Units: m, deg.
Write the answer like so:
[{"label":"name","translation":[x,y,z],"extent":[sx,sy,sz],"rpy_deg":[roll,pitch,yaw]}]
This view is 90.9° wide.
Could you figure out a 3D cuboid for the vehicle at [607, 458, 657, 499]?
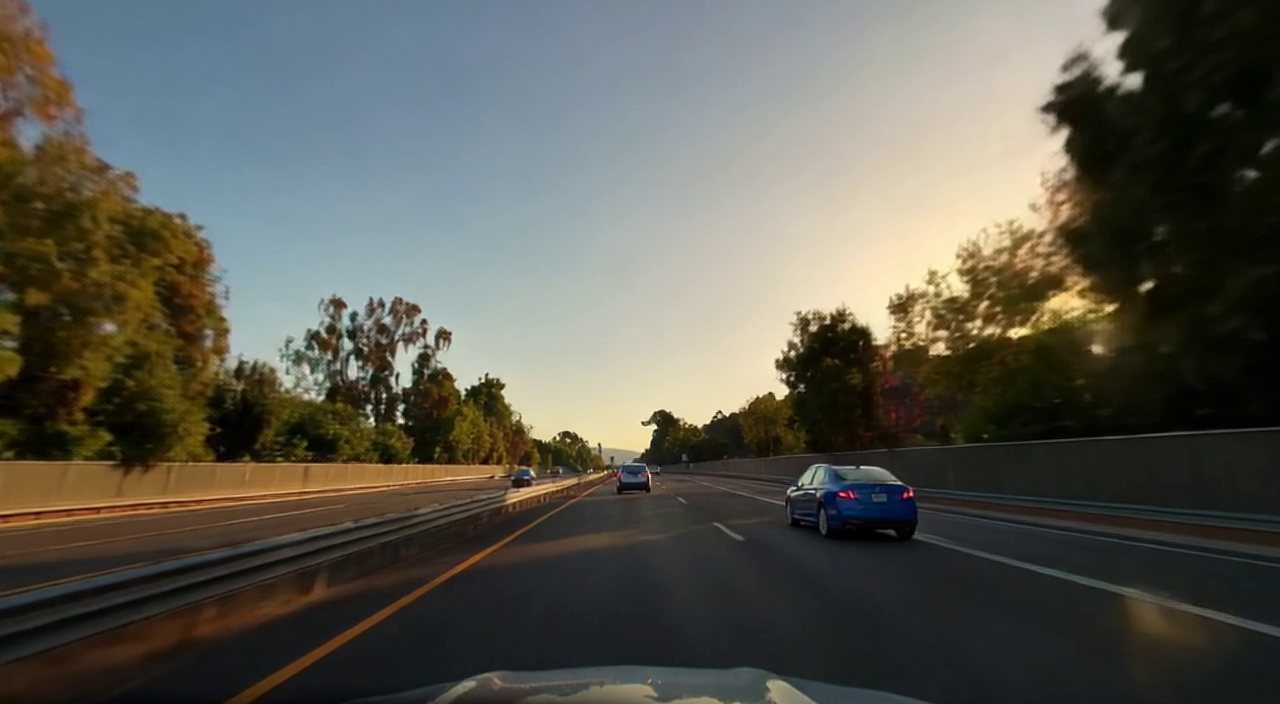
[{"label":"vehicle","translation":[-0.355,5.599,28.042],"extent":[2.037,1.605,3.833],"rpy_deg":[1,-11,0]}]

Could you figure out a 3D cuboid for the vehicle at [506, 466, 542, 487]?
[{"label":"vehicle","translation":[-8.919,9.609,48.811],"extent":[2.006,1.468,4.450],"rpy_deg":[1,-11,-1]}]

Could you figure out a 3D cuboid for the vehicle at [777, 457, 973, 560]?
[{"label":"vehicle","translation":[3.940,2.709,11.448],"extent":[1.938,1.494,4.032],"rpy_deg":[1,-11,-1]}]
